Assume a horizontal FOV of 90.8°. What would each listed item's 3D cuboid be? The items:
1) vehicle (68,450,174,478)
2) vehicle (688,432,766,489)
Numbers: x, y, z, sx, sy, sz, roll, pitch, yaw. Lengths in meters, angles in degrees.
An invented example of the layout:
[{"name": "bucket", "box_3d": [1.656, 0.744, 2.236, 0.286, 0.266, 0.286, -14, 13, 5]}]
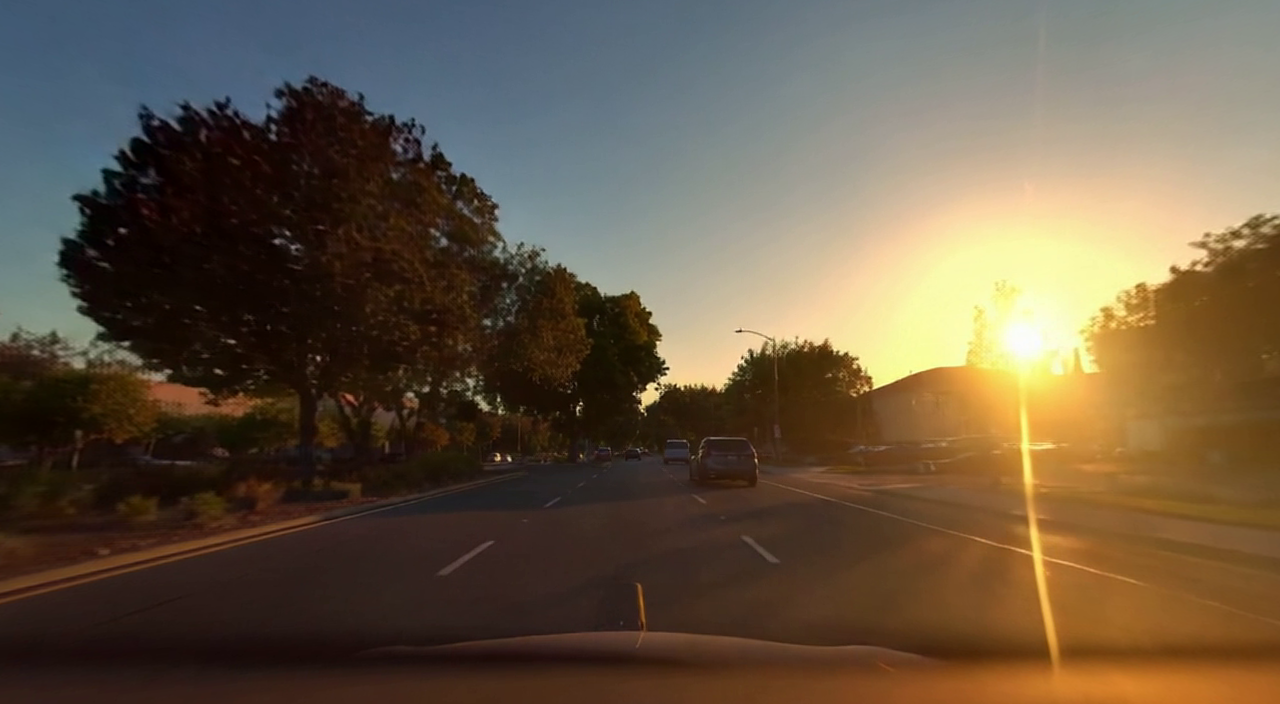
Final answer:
[{"name": "vehicle", "box_3d": [-33.341, 7.189, 40.710, 4.932, 1.730, 1.939, 0, -9, -3]}, {"name": "vehicle", "box_3d": [3.006, 3.870, 22.829, 2.060, 1.816, 4.343, 0, -9, -2]}]
